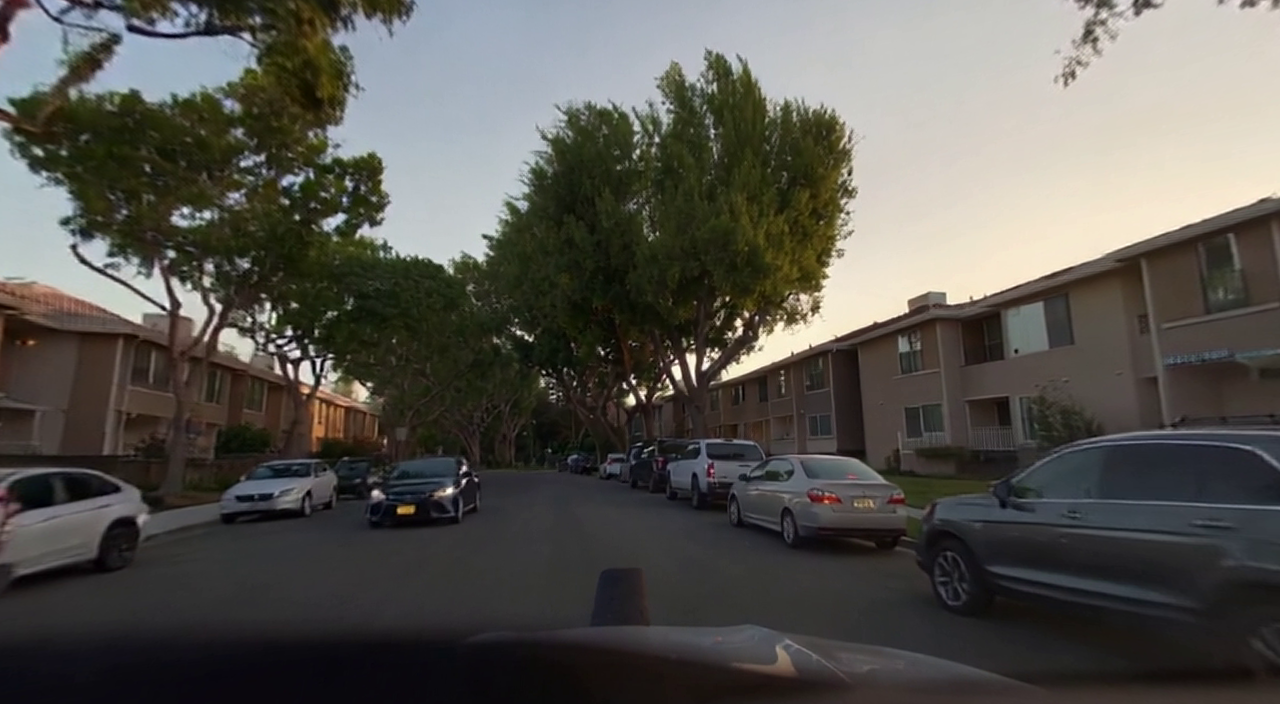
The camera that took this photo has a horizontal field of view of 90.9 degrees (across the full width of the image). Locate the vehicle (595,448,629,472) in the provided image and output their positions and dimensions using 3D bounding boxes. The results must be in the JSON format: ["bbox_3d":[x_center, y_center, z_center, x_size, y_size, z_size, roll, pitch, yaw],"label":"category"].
[{"bbox_3d":[-2.236,8.325,48.789,2.114,1.787,4.783,1,-9,-9],"label":"vehicle"}]

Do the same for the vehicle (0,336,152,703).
[{"bbox_3d":[-4.447,0.729,2.057,2.197,2.047,4.985,1,-9,-8],"label":"vehicle"}]

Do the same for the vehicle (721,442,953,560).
[{"bbox_3d":[2.957,2.334,10.708,1.876,1.538,4.447,1,-9,-10],"label":"vehicle"}]

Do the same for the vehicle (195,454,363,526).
[{"bbox_3d":[-8.803,3.343,15.953,2.119,1.476,4.588,1,-9,-9],"label":"vehicle"}]

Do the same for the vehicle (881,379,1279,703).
[{"bbox_3d":[3.830,1.221,4.453,1.937,1.722,4.575,1,-9,-7],"label":"vehicle"}]

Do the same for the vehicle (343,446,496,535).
[{"bbox_3d":[-4.286,2.725,13.093,1.971,1.476,4.593,1,-9,-6],"label":"vehicle"}]
